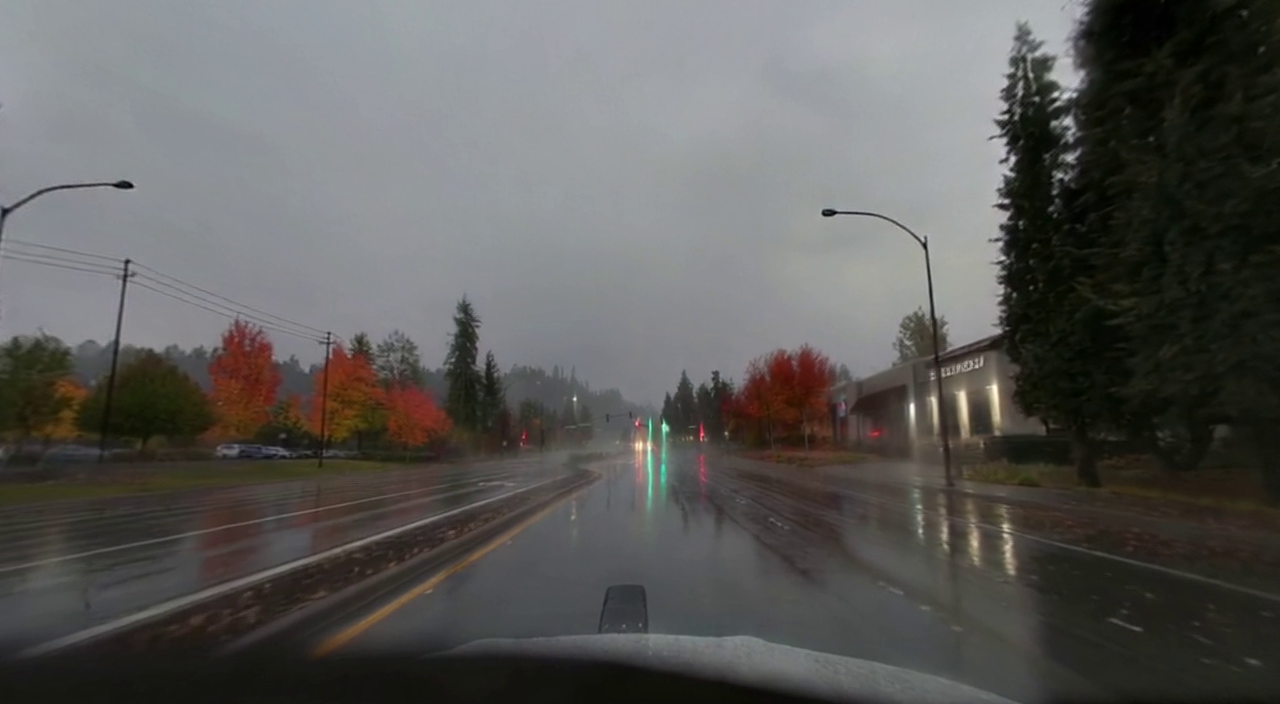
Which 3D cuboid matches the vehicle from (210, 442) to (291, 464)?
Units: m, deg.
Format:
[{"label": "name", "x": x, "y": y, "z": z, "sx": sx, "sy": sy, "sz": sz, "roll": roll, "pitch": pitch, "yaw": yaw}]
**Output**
[{"label": "vehicle", "x": -29.851, "y": 7.752, "z": 48.431, "sx": 4.706, "sy": 1.457, "sz": 1.999, "roll": 3, "pitch": -11, "yaw": -4}]
